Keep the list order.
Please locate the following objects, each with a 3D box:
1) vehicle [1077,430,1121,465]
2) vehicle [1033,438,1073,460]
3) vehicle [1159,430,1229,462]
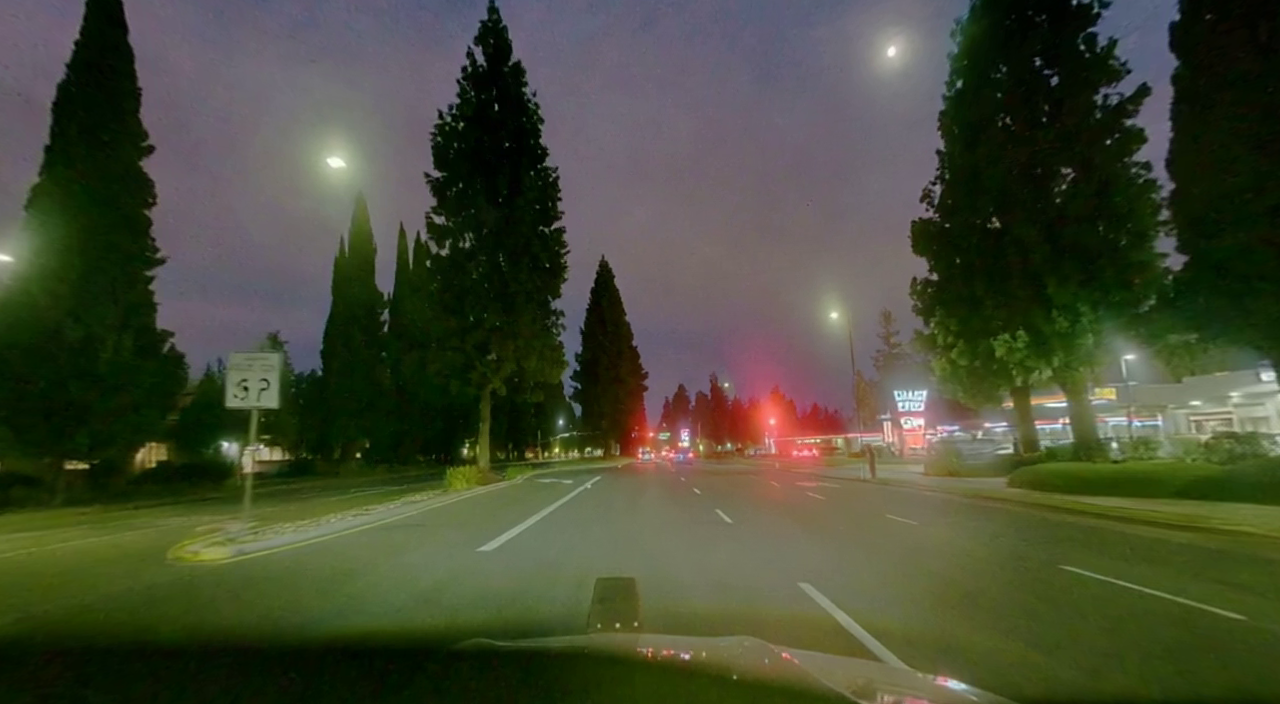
[{"bbox_3d":[32.077,6.668,44.168,2.229,2.281,5.488,-5,-10,35],"label":"vehicle"},{"bbox_3d":[32.160,7.541,49.316,2.133,1.584,4.842,-4,-9,28],"label":"vehicle"},{"bbox_3d":[38.040,6.464,43.548,2.049,2.036,5.107,-3,-9,23],"label":"vehicle"}]
